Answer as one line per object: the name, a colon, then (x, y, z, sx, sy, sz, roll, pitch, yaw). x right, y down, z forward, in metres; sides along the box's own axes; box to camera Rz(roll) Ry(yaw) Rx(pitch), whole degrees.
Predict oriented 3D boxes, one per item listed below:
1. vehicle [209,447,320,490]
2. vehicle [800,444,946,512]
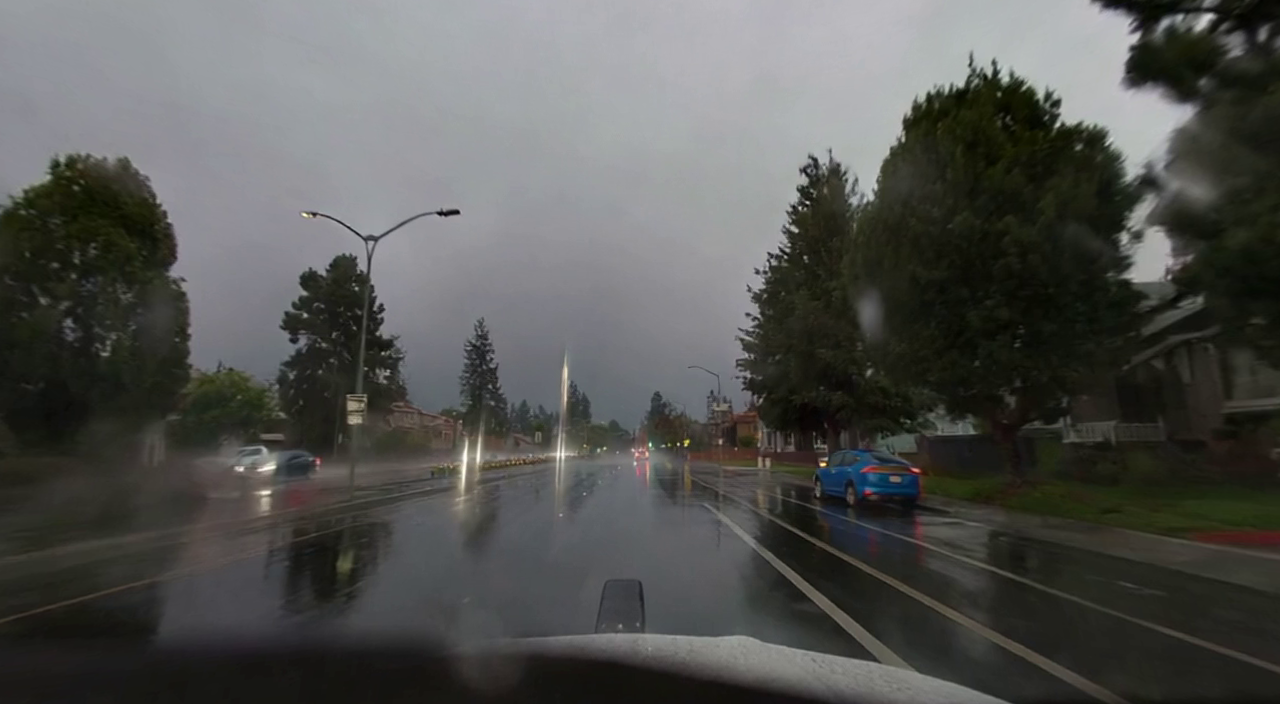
vehicle: (-16.415, 5.066, 27.976, 2.060, 1.721, 4.479, 0, -9, 1)
vehicle: (5.885, 3.214, 16.653, 2.041, 1.519, 4.481, 0, -9, -1)
